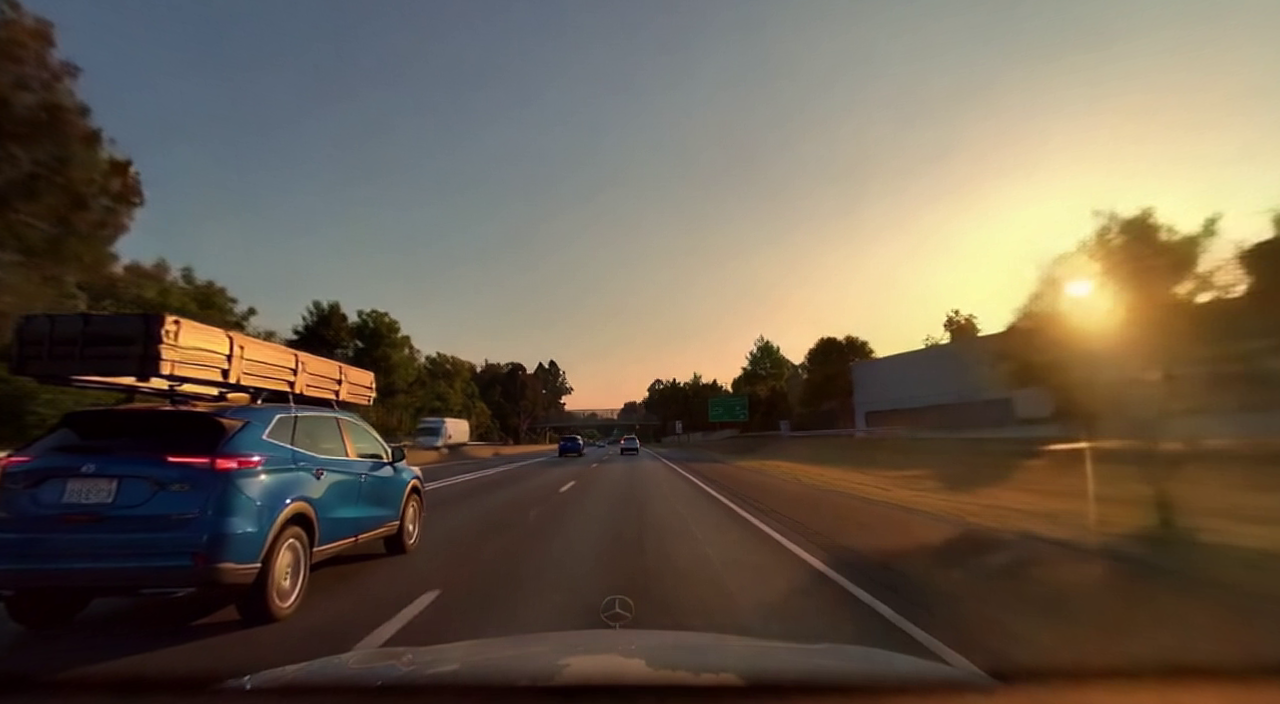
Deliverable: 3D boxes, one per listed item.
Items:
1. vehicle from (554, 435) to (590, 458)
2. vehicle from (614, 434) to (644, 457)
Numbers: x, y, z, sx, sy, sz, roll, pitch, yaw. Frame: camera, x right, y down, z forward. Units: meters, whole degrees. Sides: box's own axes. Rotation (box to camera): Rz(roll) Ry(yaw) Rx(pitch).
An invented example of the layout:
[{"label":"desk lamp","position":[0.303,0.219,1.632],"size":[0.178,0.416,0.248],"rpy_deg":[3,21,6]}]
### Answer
[{"label":"vehicle","position":[-4.959,6.933,46.528],"size":[2.189,1.580,4.607],"rpy_deg":[0,-8,-1]},{"label":"vehicle","position":[-0.790,6.987,47.165],"size":[2.151,1.618,3.898],"rpy_deg":[0,-8,-1]}]
